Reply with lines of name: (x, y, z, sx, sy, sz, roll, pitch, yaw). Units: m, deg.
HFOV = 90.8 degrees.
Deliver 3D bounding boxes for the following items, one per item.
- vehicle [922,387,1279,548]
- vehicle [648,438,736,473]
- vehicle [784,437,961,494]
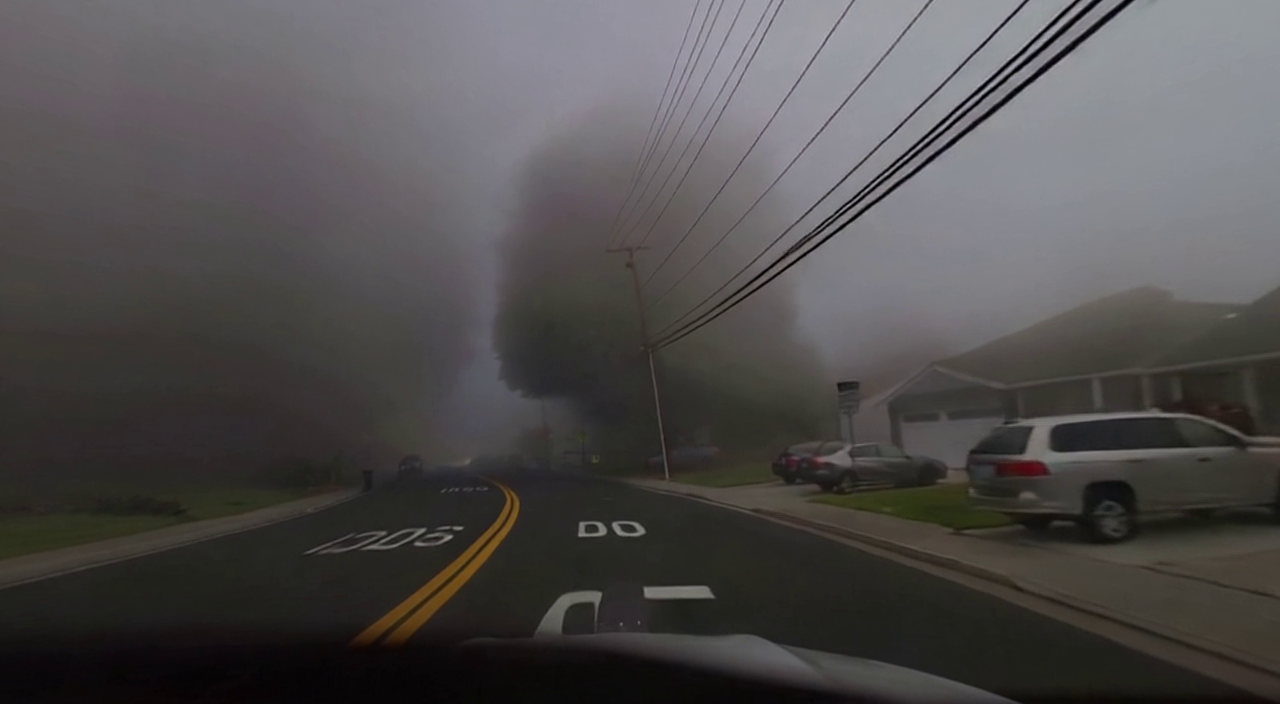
vehicle: (7.252, 1.603, 9.108, 5.229, 1.790, 2.153, -2, -11, -5)
vehicle: (2.826, 5.647, 34.505, 4.337, 1.768, 1.962, 2, -9, -15)
vehicle: (6.679, 3.256, 18.420, 4.382, 1.531, 1.925, 1, -9, -8)
